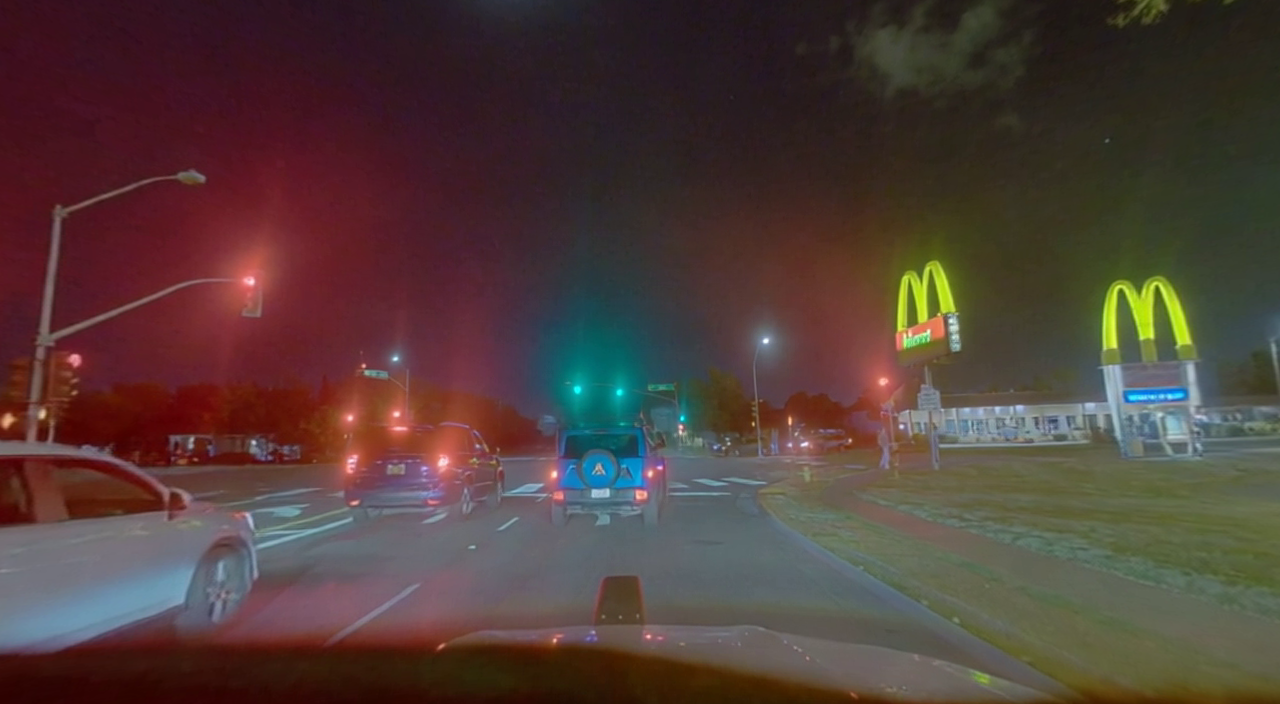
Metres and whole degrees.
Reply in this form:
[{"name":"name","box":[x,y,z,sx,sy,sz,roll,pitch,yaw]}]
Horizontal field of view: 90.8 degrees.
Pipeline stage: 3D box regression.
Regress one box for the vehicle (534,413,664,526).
[{"name":"vehicle","box":[-0.781,2.369,13.260,2.224,1.923,4.643,0,-8,-2]}]

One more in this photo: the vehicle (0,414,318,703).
[{"name":"vehicle","box":[-3.910,1.110,3.437,1.941,1.479,4.541,0,-8,-1]}]

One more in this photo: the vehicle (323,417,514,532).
[{"name":"vehicle","box":[-3.987,2.283,12.378,2.130,1.819,4.497,0,-8,-1]}]
